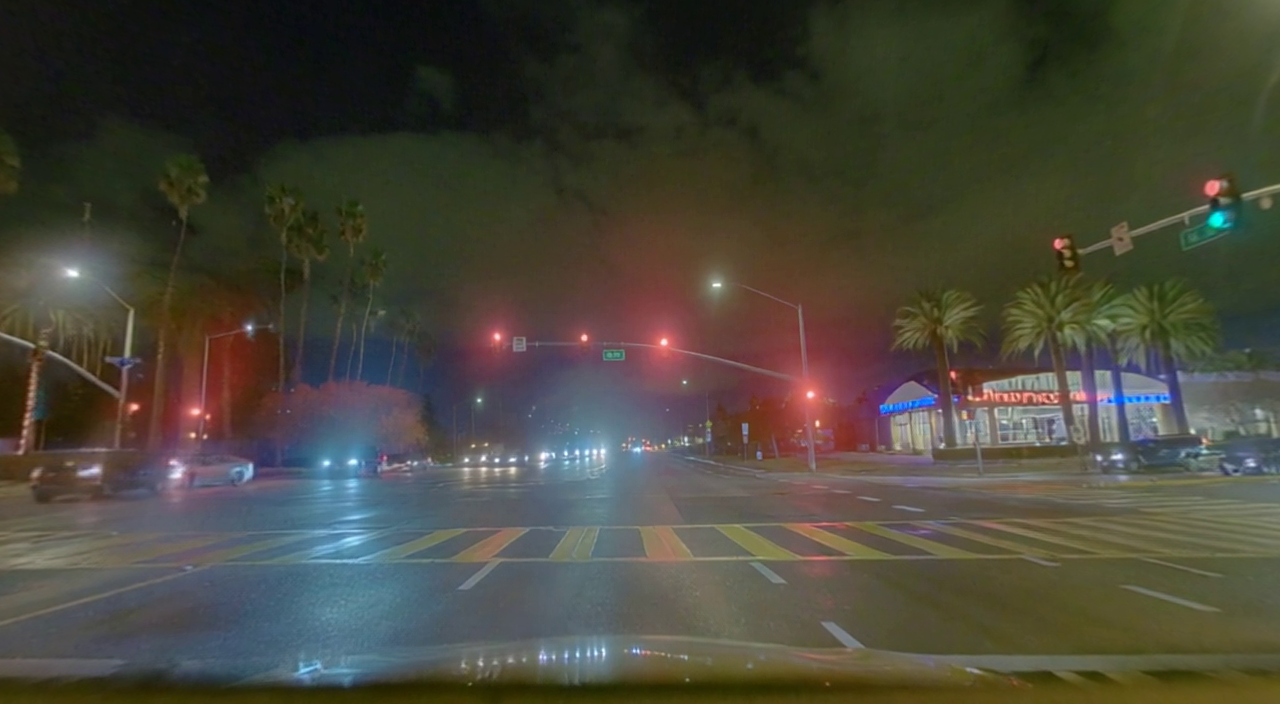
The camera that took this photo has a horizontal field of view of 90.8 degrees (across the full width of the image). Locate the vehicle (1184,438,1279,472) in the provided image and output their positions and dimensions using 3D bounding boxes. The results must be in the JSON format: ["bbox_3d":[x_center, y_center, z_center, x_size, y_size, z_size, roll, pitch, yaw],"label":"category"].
[{"bbox_3d":[27.387,4.620,28.383,4.625,1.451,1.801,1,-9,-9],"label":"vehicle"}]

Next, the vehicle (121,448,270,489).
[{"bbox_3d":[-17.581,4.620,25.425,2.221,1.449,5.092,0,-9,1],"label":"vehicle"}]

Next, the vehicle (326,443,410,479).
[{"bbox_3d":[-13.949,5.607,32.760,2.074,1.671,4.755,0,-9,2],"label":"vehicle"}]

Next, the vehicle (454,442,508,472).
[{"bbox_3d":[-9.709,6.438,38.910,2.074,1.681,4.417,0,-9,1],"label":"vehicle"}]

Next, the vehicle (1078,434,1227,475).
[{"bbox_3d":[22.230,4.466,27.552,4.533,1.676,2.236,0,-9,-1],"label":"vehicle"}]

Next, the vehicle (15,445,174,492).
[{"bbox_3d":[-21.333,4.533,25.028,2.107,1.642,4.561,0,-9,2],"label":"vehicle"}]
